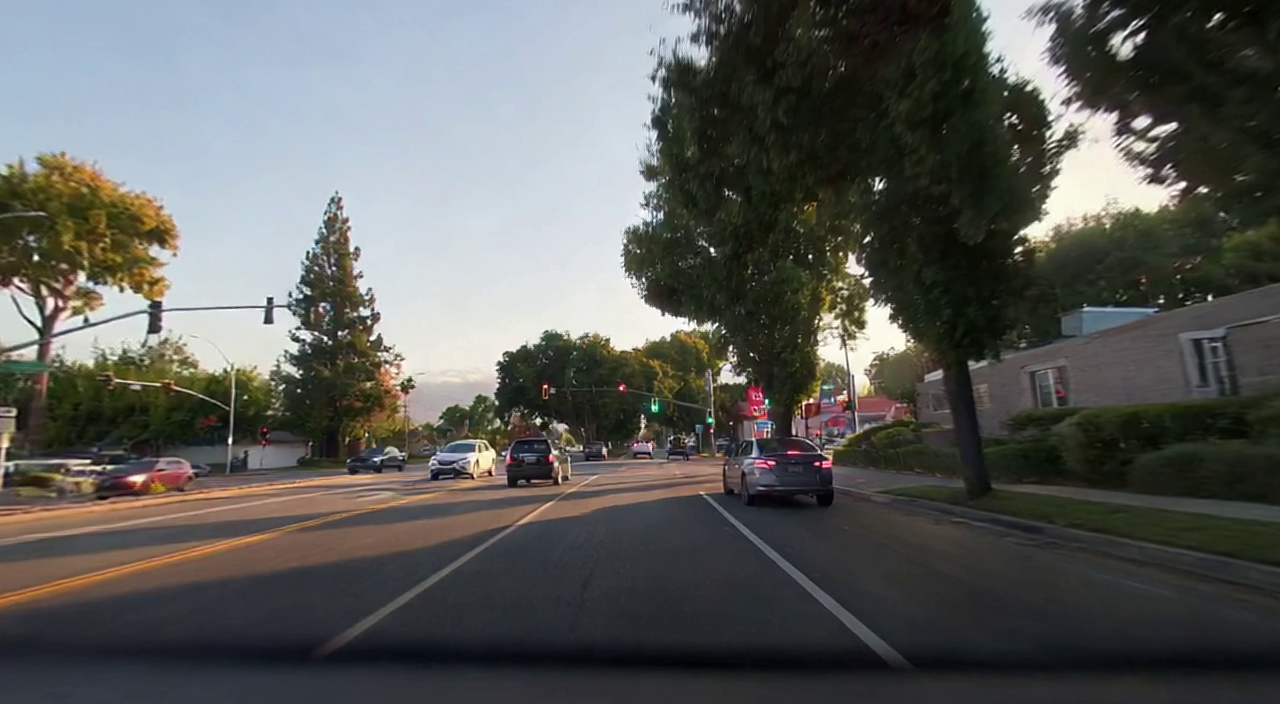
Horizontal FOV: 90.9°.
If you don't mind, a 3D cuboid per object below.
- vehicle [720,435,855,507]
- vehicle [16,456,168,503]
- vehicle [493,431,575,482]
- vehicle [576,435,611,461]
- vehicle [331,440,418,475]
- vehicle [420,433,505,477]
[{"bbox_3d":[3.348,2.802,15.405,2.095,1.475,4.686,0,-8,-1],"label":"vehicle"},{"bbox_3d":[-22.707,5.251,26.468,1.887,1.673,4.985,0,-8,0],"label":"vehicle"},{"bbox_3d":[-3.812,3.855,23.545,2.250,1.713,4.422,0,-8,1],"label":"vehicle"},{"bbox_3d":[-3.360,7.040,46.125,2.126,1.810,4.414,0,-8,1],"label":"vehicle"},{"bbox_3d":[-15.515,6.202,37.291,2.486,1.876,5.659,0,-8,3],"label":"vehicle"},{"bbox_3d":[-7.721,4.533,28.091,2.224,1.747,5.274,0,-8,0],"label":"vehicle"}]
